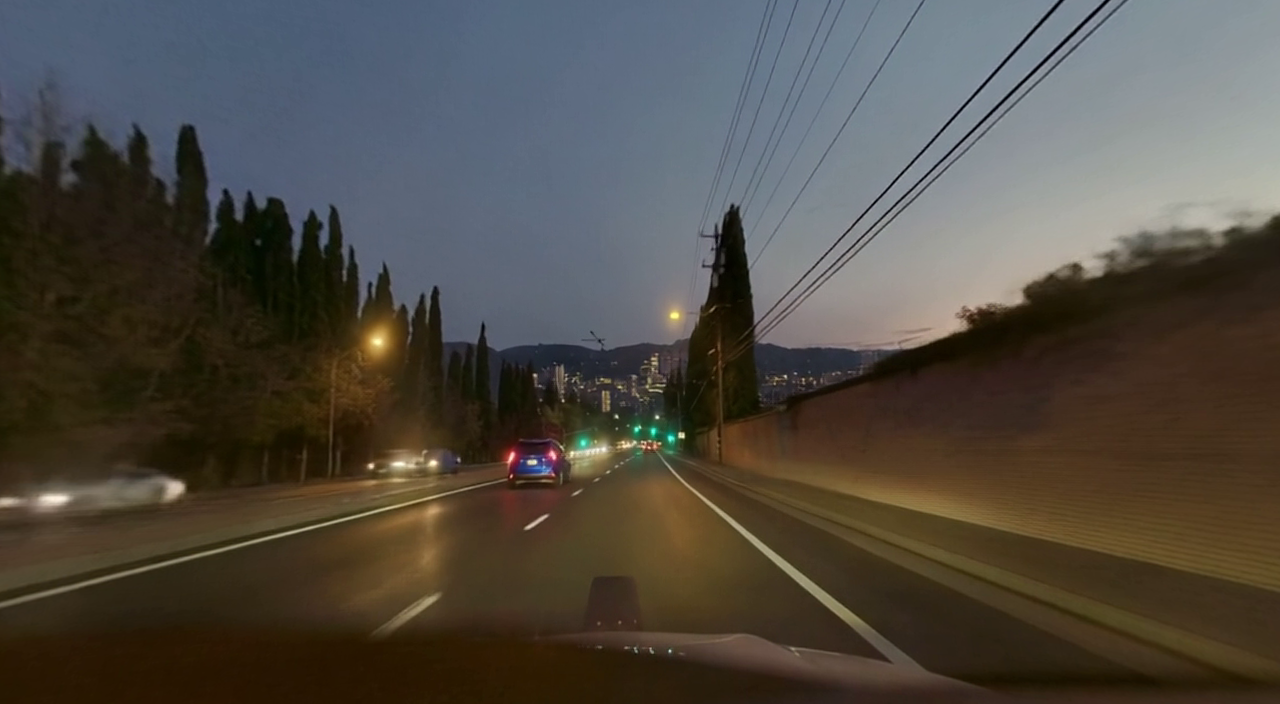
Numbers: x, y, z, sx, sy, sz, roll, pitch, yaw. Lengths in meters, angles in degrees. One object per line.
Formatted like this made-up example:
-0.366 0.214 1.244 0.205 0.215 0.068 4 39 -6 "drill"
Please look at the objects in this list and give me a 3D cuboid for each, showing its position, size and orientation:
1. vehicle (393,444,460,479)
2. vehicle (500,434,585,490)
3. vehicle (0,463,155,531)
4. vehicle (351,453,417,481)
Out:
-11.475 5.891 34.188 2.006 1.731 4.512 0 -8 1 "vehicle"
-3.264 3.803 22.072 2.147 1.730 4.555 0 -8 1 "vehicle"
-15.821 3.802 17.028 1.921 1.467 4.297 0 -8 1 "vehicle"
-15.248 6.863 37.778 1.871 1.505 4.708 0 -8 2 "vehicle"
